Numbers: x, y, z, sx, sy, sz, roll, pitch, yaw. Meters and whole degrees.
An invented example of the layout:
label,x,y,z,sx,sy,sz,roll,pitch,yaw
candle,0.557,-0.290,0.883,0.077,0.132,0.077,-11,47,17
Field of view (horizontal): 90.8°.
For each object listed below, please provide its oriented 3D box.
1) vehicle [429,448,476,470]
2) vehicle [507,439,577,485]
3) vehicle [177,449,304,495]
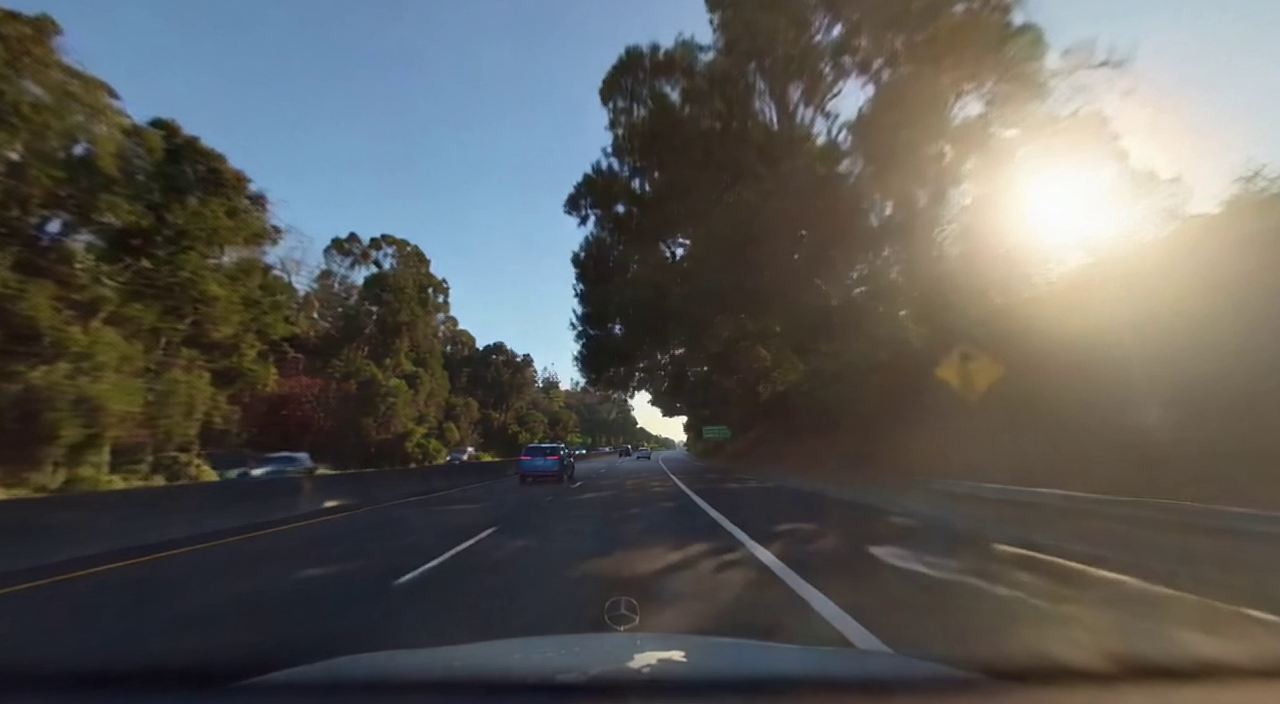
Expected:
label,x,y,z,sx,sy,sz,roll,pitch,yaw
vehicle,-13.057,7.476,44.276,1.954,1.462,4.239,0,-9,1
vehicle,-3.942,4.505,26.197,2.110,1.727,4.607,0,-9,1
vehicle,-13.531,4.063,21.690,1.828,1.414,3.803,0,-9,1
